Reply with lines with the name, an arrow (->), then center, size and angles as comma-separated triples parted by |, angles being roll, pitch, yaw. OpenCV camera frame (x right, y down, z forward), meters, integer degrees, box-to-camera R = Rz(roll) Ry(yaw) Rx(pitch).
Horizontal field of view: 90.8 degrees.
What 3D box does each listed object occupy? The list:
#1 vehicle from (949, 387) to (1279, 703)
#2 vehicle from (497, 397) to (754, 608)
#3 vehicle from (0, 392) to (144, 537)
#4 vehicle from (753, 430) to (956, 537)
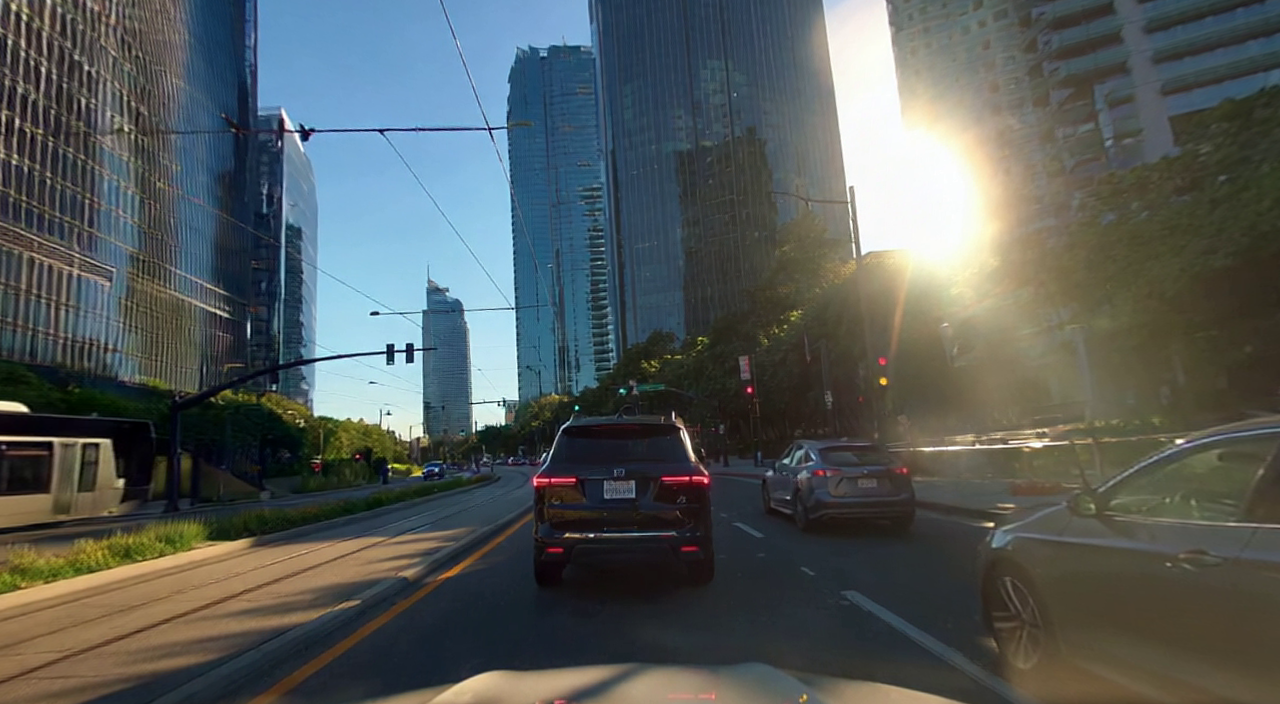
vehicle -> 3.139, 0.859, 2.083 | 1.993, 1.480, 4.324 | 0, -8, -1
vehicle -> -0.186, 1.588, 7.583 | 2.178, 1.779, 4.255 | 0, -8, -2
vehicle -> -19.790, 3.173, 17.297 | 3.393, 4.045, 11.306 | -3, -9, -1
vehicle -> 3.597, 2.283, 11.610 | 2.128, 1.582, 4.188 | 0, -8, -2
